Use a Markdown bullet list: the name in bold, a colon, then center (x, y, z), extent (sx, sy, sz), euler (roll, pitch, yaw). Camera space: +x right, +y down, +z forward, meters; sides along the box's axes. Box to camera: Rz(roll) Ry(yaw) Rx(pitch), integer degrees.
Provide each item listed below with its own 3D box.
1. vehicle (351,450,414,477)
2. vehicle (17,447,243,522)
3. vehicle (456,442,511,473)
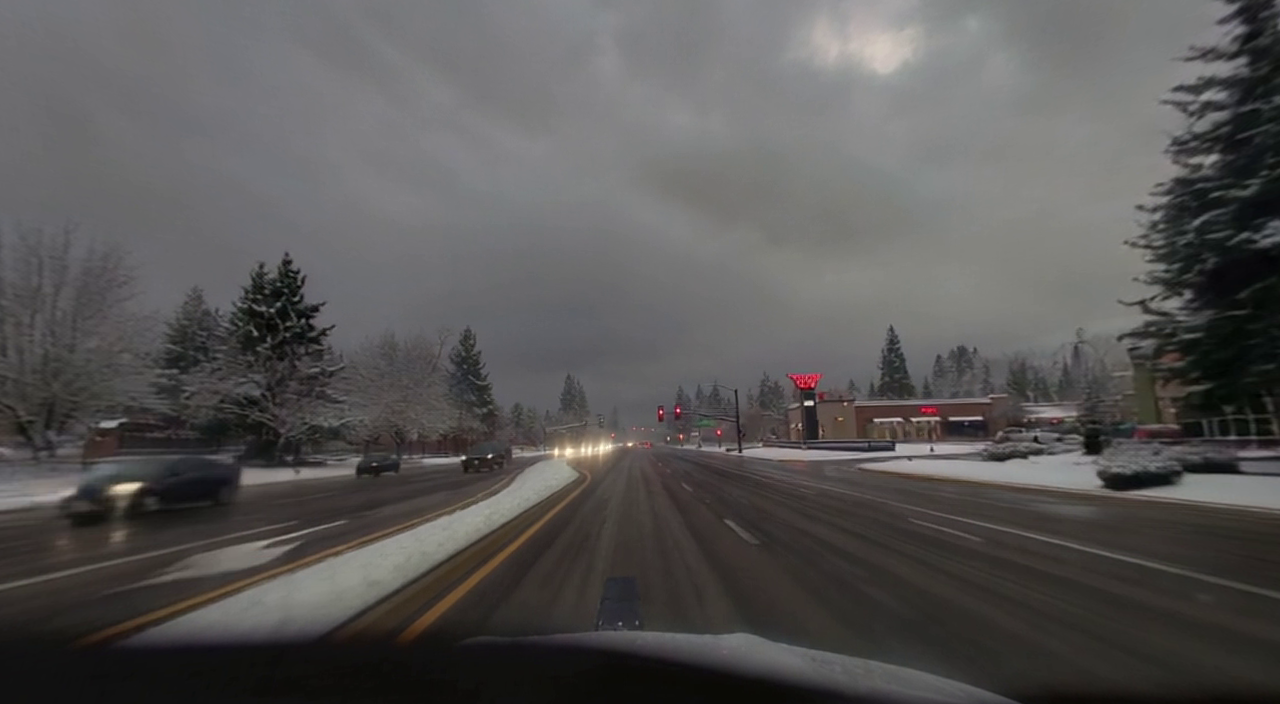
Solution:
- **vehicle**: center (-15.220, 6.584, 37.632), extent (1.844, 1.472, 4.429), euler (0, -9, 0)
- **vehicle**: center (-11.848, 3.051, 15.171), extent (1.866, 1.518, 4.240), euler (0, -9, 0)
- **vehicle**: center (-8.947, 6.070, 36.490), extent (2.043, 1.651, 4.441), euler (0, -9, 0)
